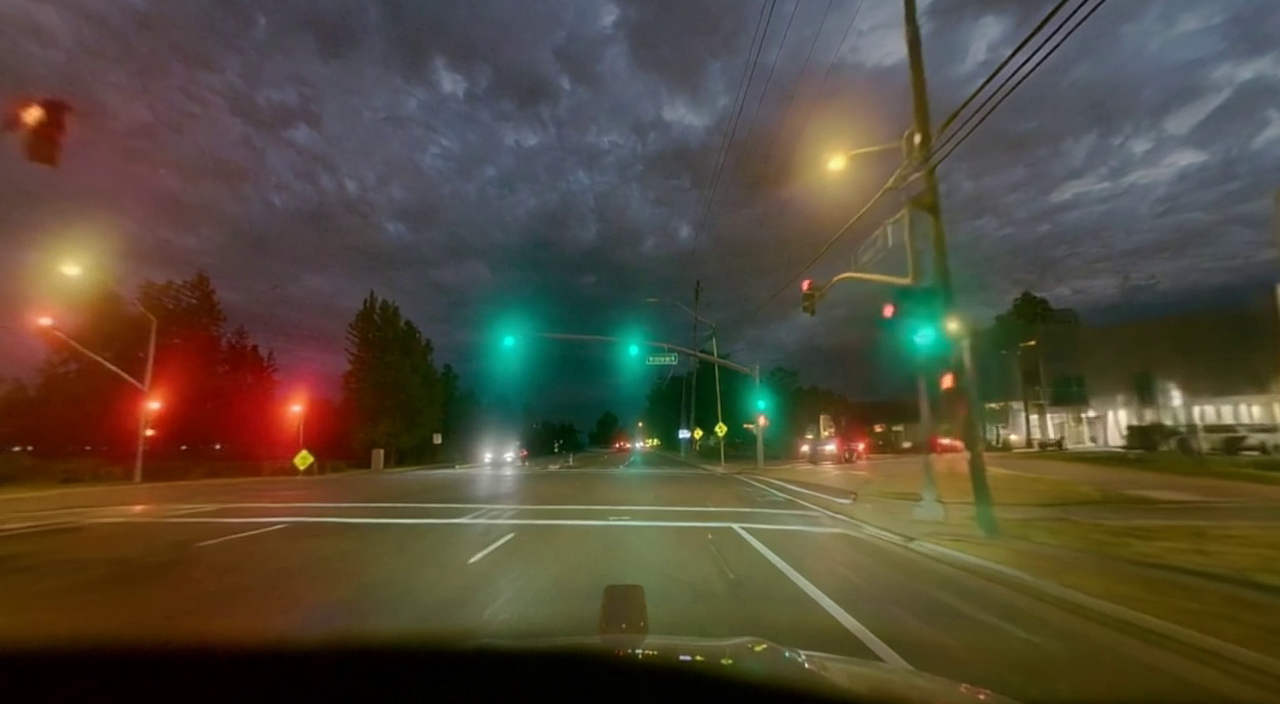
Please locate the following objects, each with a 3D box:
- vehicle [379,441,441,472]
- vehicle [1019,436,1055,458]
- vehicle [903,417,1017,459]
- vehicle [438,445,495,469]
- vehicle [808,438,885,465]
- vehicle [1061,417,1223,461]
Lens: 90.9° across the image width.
[{"bbox_3d":[-14.951,6.825,41.300,2.112,1.880,4.479,-1,-8,4],"label":"vehicle"},{"bbox_3d":[30.107,7.205,47.900,1.740,1.414,3.875,-6,-6,25],"label":"vehicle"},{"bbox_3d":[19.697,5.422,39.200,2.609,2.332,5.734,4,-11,-26],"label":"vehicle"},{"bbox_3d":[-11.524,7.015,42.335,2.090,1.519,4.919,-1,-8,5],"label":"vehicle"},{"bbox_3d":[13.285,6.417,40.803,1.897,1.532,4.694,2,-9,-27],"label":"vehicle"},{"bbox_3d":[26.192,4.615,33.268,2.370,2.038,6.186,3,-9,-23],"label":"vehicle"}]
